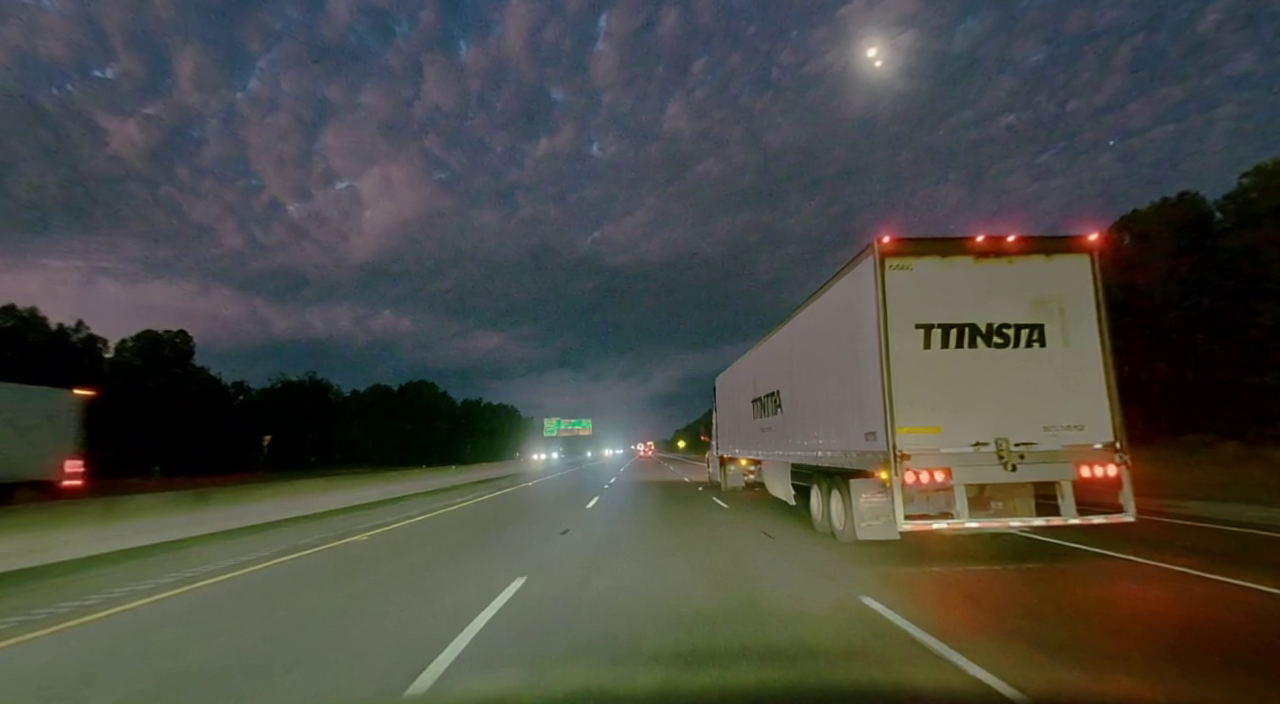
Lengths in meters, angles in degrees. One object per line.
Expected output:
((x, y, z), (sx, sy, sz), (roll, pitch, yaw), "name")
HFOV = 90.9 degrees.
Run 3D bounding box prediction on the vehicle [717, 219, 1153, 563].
((4.200, 1.481, 14.369), (2.947, 4.020, 14.220), (0, -9, -1), "vehicle")
